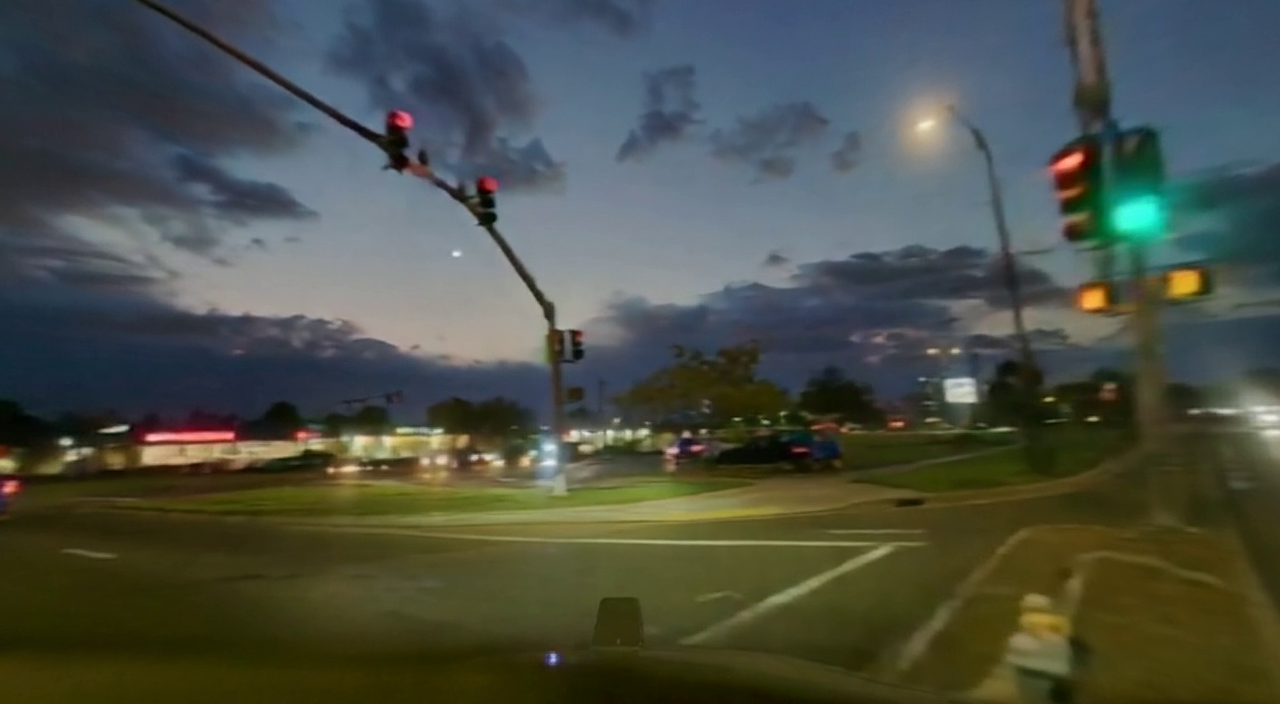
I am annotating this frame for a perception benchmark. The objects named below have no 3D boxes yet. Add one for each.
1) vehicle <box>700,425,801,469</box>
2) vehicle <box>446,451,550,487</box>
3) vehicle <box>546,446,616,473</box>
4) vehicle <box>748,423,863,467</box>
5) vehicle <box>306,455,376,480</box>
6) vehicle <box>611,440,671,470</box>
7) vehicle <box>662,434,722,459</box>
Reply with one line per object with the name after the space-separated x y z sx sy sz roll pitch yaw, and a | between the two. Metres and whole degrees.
4.026 3.591 23.533 1.893 1.489 3.430 6 -12 -29 | vehicle
-6.447 5.330 29.158 2.085 1.398 4.355 -6 -10 36 | vehicle
-3.529 6.503 38.593 1.997 1.459 4.199 -6 -10 36 | vehicle
6.995 3.960 27.065 2.068 1.569 4.286 0 -6 -37 | vehicle
-20.151 7.719 42.491 4.936 1.481 2.046 -6 -10 35 | vehicle
0.116 7.134 44.060 1.867 1.433 4.377 6 0 36 | vehicle
3.541 6.385 42.496 1.992 1.533 4.178 -7 -13 39 | vehicle
